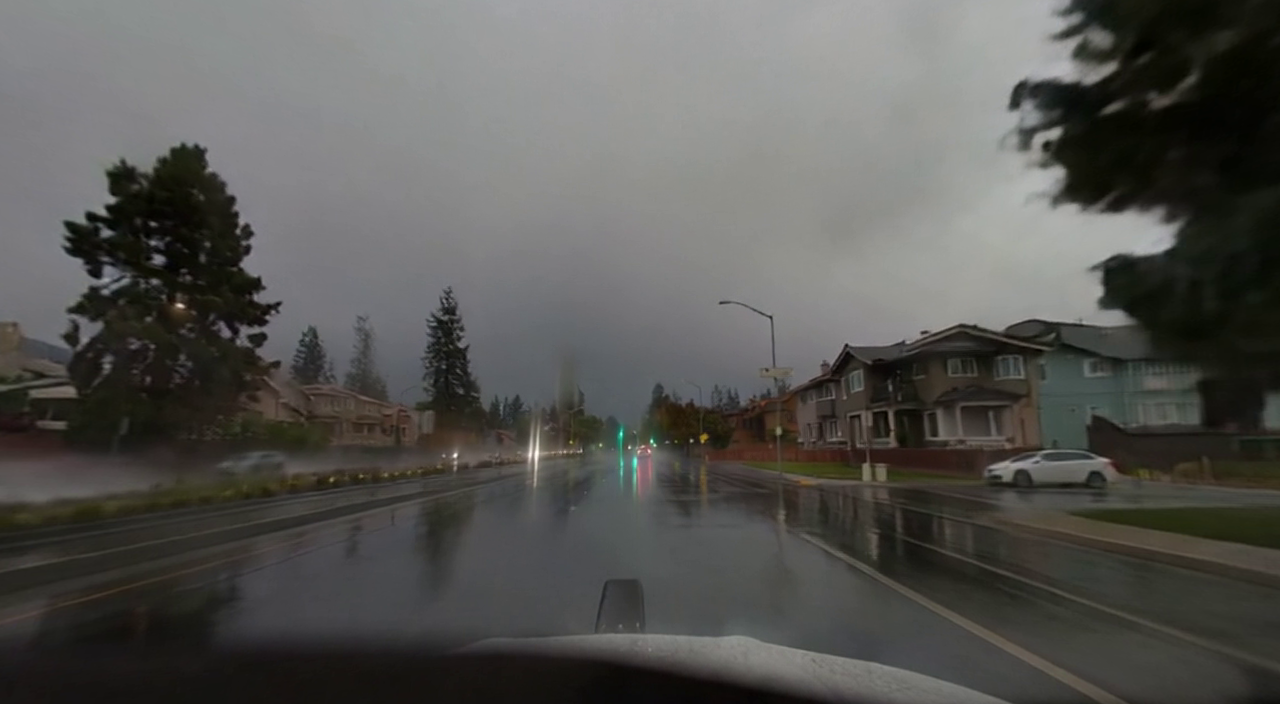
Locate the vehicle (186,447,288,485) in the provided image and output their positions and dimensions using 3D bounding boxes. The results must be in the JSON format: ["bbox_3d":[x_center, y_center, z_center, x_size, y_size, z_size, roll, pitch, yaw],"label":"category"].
[{"bbox_3d":[-19.875,5.609,31.478,1.954,1.716,4.676,0,-8,0],"label":"vehicle"}]

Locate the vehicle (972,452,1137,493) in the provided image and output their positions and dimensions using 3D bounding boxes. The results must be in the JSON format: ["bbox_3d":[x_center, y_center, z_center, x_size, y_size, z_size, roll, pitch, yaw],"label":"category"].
[{"bbox_3d":[15.977,4.650,24.555,4.913,1.470,2.045,0,-8,0],"label":"vehicle"}]
